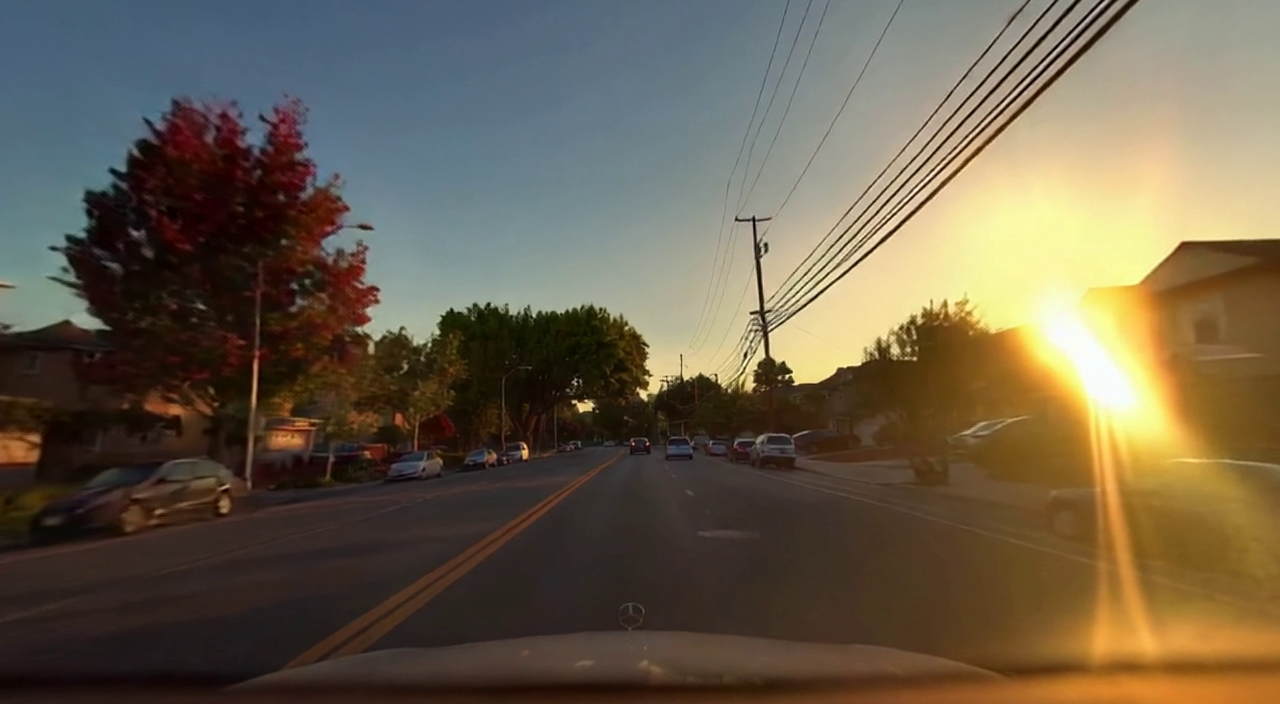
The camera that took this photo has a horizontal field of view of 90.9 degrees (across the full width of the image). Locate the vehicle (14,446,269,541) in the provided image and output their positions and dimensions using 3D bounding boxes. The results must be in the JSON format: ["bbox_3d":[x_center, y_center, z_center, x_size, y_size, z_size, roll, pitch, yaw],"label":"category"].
[{"bbox_3d":[-10.552,2.952,13.948,1.965,1.675,4.577,0,-8,-2],"label":"vehicle"}]

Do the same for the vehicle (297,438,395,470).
[{"bbox_3d":[-17.551,6.091,37.813,4.745,1.810,2.197,0,-8,2],"label":"vehicle"}]

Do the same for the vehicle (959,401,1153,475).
[{"bbox_3d":[12.830,2.668,19.683,4.496,1.773,1.972,-5,-8,-1],"label":"vehicle"}]

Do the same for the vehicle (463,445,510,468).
[{"bbox_3d":[-10.345,7.046,42.740,2.098,1.503,4.113,0,-8,0],"label":"vehicle"}]

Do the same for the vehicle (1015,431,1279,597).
[{"bbox_3d":[6.581,1.608,6.877,2.070,1.428,4.636,0,-8,-1],"label":"vehicle"}]

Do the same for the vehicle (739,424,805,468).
[{"bbox_3d":[6.720,4.885,32.772,2.274,2.090,5.465,0,-8,0],"label":"vehicle"}]

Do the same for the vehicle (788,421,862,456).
[{"bbox_3d":[12.898,6.080,44.126,4.305,1.844,2.135,-7,-9,1],"label":"vehicle"}]

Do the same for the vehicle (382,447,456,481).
[{"bbox_3d":[-10.610,5.395,30.635,1.896,1.495,4.425,0,-8,1],"label":"vehicle"}]

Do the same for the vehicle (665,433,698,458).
[{"bbox_3d":[3.043,6.945,47.003,2.070,1.765,4.731,0,-8,-1],"label":"vehicle"}]
